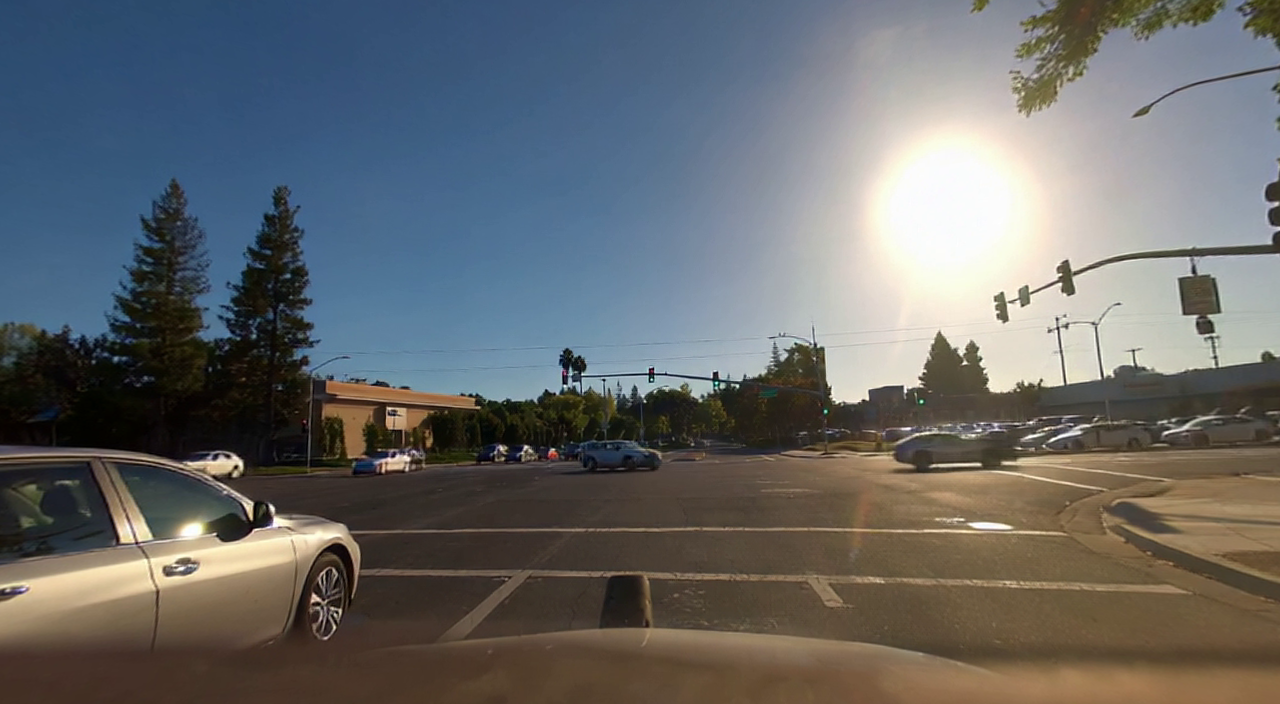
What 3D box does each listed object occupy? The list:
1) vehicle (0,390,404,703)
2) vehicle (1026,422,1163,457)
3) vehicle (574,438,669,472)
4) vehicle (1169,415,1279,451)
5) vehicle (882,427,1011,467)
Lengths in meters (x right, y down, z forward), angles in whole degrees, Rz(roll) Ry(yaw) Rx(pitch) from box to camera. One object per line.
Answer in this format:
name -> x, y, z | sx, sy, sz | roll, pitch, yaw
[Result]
vehicle -> -2.950, 0.984, 2.744 | 1.924, 1.482, 4.734 | 0, -8, 1
vehicle -> 19.919, 3.858, 27.742 | 4.552, 1.492, 2.002 | 0, -9, -4
vehicle -> -0.931, 4.768, 29.351 | 4.364, 1.450, 1.841 | -8, -12, 43
vehicle -> 26.822, 3.663, 28.425 | 4.240, 1.540, 1.944 | 0, -9, -4
vehicle -> 12.004, 3.782, 24.993 | 4.180, 1.478, 1.986 | -2, -9, 12
